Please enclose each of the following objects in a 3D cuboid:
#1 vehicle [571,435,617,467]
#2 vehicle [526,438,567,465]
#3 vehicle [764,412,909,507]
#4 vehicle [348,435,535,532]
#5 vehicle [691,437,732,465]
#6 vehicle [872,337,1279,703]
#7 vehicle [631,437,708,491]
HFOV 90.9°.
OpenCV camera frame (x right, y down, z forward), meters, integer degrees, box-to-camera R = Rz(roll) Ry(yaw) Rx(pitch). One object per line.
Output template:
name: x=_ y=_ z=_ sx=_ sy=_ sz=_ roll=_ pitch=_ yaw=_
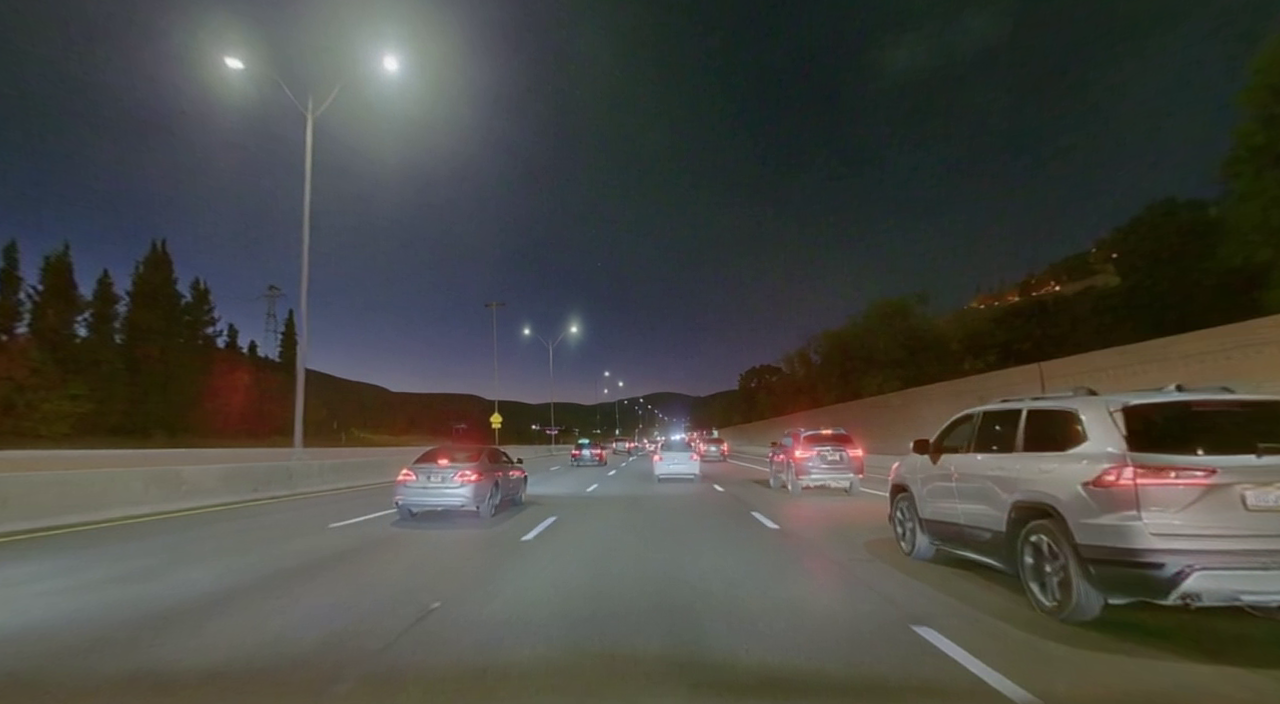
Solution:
vehicle: x=-2.642 y=5.850 z=37.519 sx=2.154 sy=1.793 sz=4.736 roll=0 pitch=-8 yaw=2
vehicle: x=-6.485 y=6.930 z=44.263 sx=2.055 sy=1.751 sz=4.825 roll=0 pitch=-8 yaw=2
vehicle: x=4.389 y=2.489 z=14.991 sx=1.970 sy=1.872 sz=4.575 roll=0 pitch=-8 yaw=0
vehicle: x=-3.379 y=2.308 z=11.791 sx=1.961 sy=1.456 sz=4.362 roll=0 pitch=-8 yaw=2
vehicle: x=4.016 y=5.643 z=36.167 sx=1.855 sy=1.513 sz=3.915 roll=0 pitch=-8 yaw=0
vehicle: x=3.771 y=1.133 z=5.381 sx=1.930 sy=1.831 sz=4.344 roll=0 pitch=-8 yaw=0
vehicle: x=0.773 y=3.362 z=19.374 sx=2.105 sy=1.471 sz=3.978 roll=0 pitch=-8 yaw=-1
